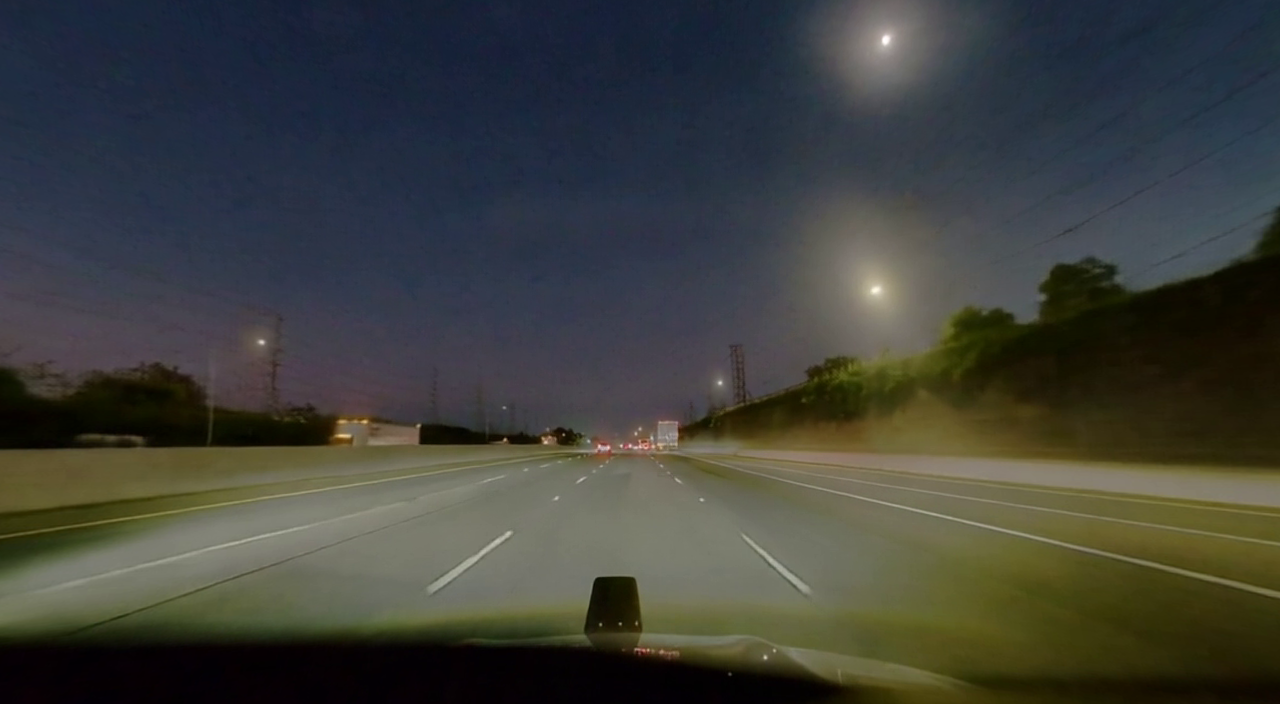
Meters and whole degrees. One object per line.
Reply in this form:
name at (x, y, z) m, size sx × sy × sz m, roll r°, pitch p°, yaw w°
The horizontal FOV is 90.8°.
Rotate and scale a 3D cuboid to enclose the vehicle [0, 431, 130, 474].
vehicle at (-21.223, 3.689, 23.372) m, size 1.713 × 1.403 × 3.550 m, roll -2°, pitch -8°, yaw 0°
